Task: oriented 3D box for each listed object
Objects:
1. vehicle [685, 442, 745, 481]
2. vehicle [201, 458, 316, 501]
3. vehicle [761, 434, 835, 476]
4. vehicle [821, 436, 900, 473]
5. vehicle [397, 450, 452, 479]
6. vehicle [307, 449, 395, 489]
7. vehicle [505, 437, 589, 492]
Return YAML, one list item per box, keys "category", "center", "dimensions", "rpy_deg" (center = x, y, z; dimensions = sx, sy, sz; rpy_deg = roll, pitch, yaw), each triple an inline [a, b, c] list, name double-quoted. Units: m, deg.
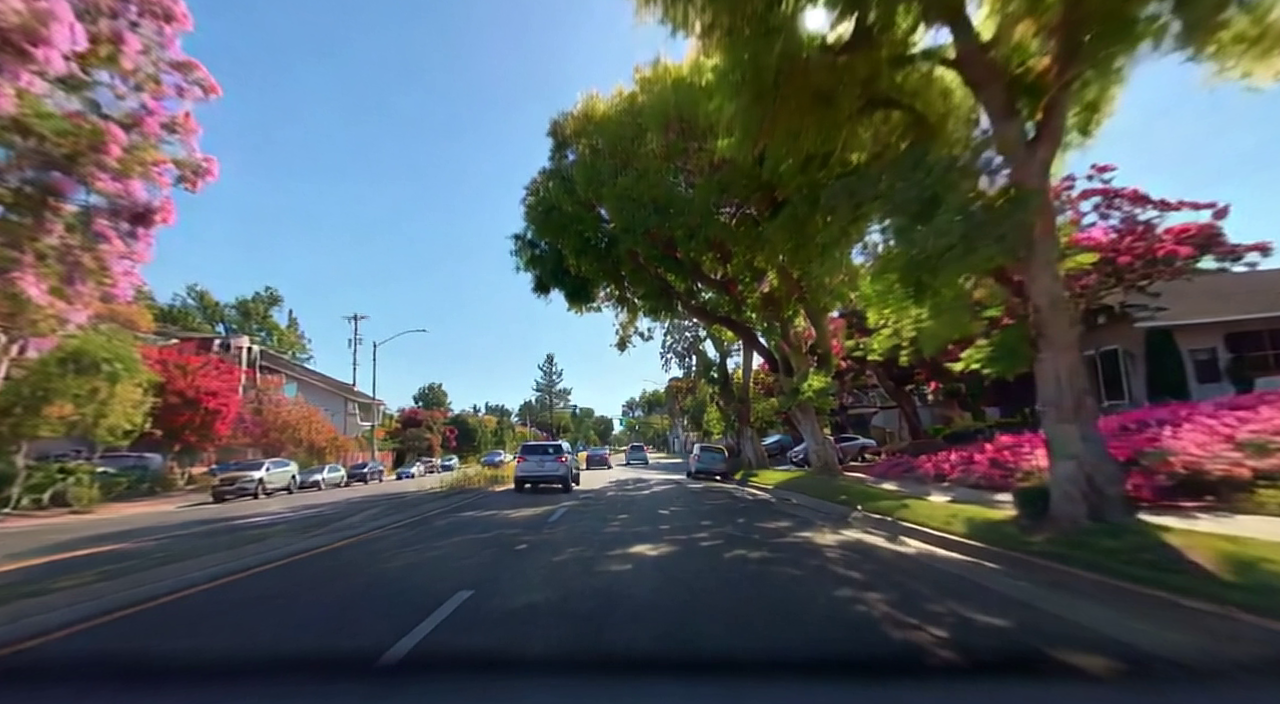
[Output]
- category: "vehicle"
  center: [3.462, 5.144, 29.956]
  dimensions: [2.150, 1.655, 4.739]
  rpy_deg: [0, -9, -1]
- category: "vehicle"
  center: [-16.366, 5.449, 27.494]
  dimensions: [1.870, 1.599, 5.022]
  rpy_deg: [0, -9, 0]
- category: "vehicle"
  center: [7.326, 4.804, 29.805]
  dimensions: [2.112, 1.776, 4.555]
  rpy_deg: [2, -8, -3]
- category: "vehicle"
  center: [10.139, 4.728, 29.404]
  dimensions: [1.777, 1.514, 4.140]
  rpy_deg: [-2, -8, -7]
- category: "vehicle"
  center: [-16.621, 8.673, 48.970]
  dimensions: [2.105, 1.854, 5.973]
  rpy_deg: [-4, -8, 0]
- category: "vehicle"
  center: [-14.207, 5.753, 31.459]
  dimensions: [2.123, 1.770, 4.848]
  rpy_deg: [0, -9, -1]
- category: "vehicle"
  center: [-3.202, 4.024, 23.010]
  dimensions: [2.257, 1.751, 5.028]
  rpy_deg: [0, -9, 1]
